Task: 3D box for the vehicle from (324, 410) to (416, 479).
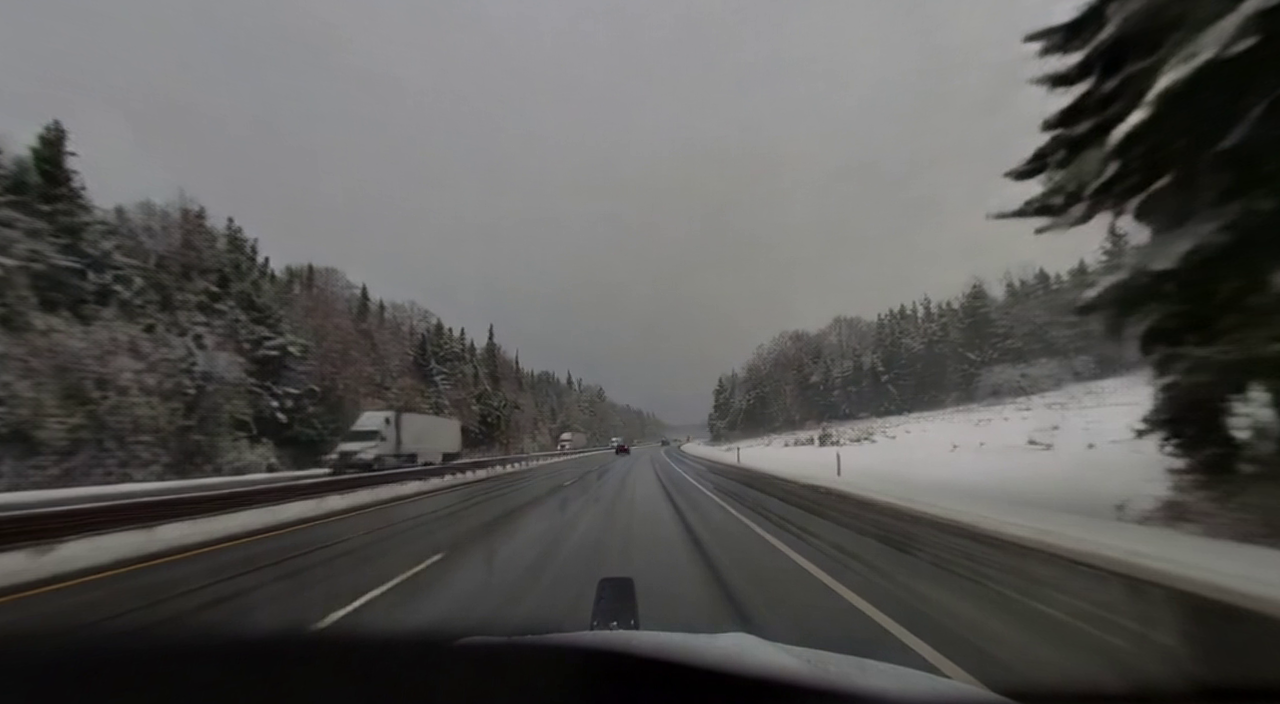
[{"bbox_3d":[-16.629,5.737,39.239,3.011,3.942,5.865,0,-8,0],"label":"vehicle"}]
